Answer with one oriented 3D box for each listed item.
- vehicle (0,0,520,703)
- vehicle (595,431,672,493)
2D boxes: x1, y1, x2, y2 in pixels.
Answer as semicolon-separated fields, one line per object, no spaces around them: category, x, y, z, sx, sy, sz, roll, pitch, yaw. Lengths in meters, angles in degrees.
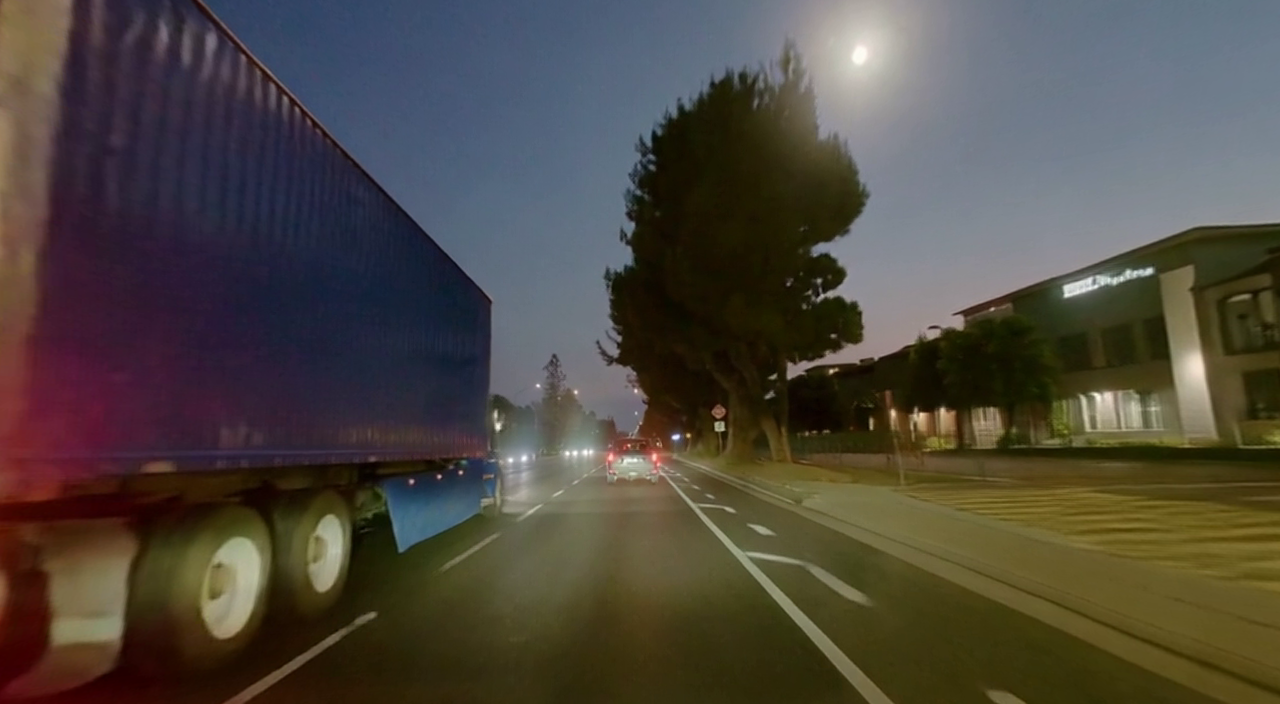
vehicle;-3.894;0.417;7.389;2.996;3.902;10.410;0;-8;-1
vehicle;-0.222;3.303;19.323;2.094;1.682;3.866;0;-8;-1
